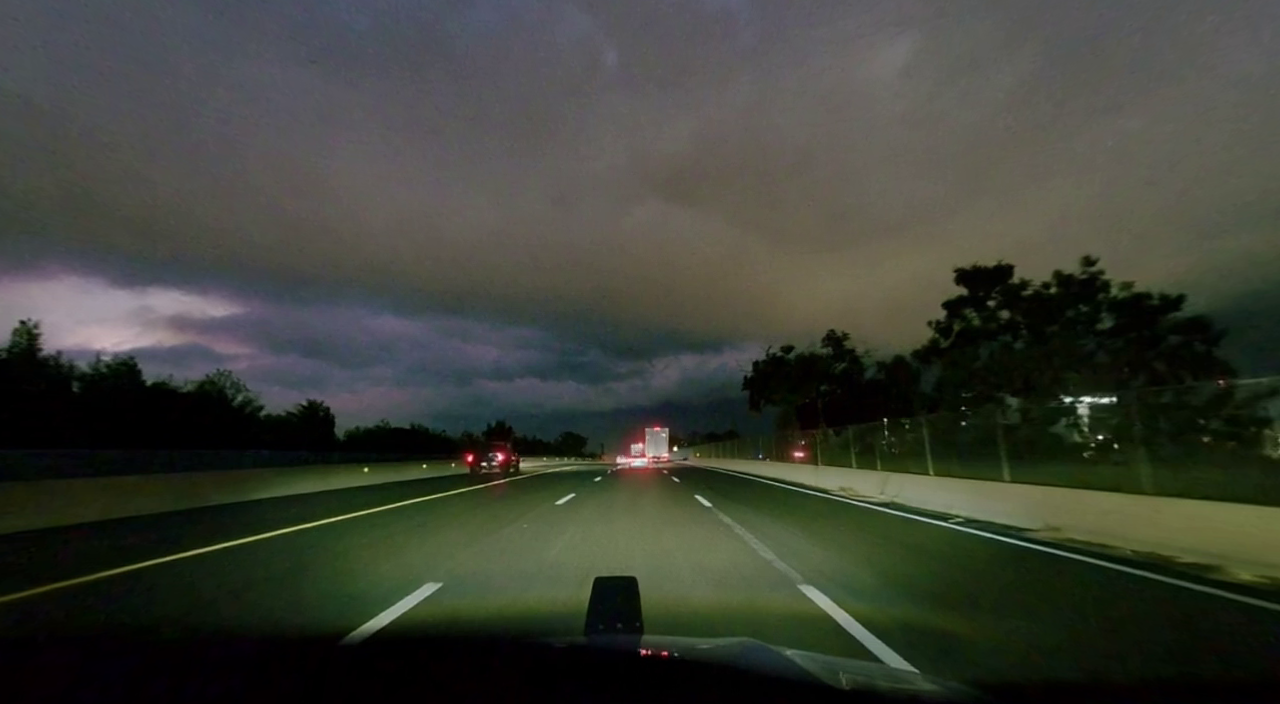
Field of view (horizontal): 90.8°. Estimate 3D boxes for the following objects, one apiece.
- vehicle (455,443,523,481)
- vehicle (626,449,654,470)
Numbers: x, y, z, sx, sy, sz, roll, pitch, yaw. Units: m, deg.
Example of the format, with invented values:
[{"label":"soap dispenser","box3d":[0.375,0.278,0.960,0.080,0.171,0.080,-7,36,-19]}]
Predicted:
[{"label":"vehicle","box3d":[-7.330,5.377,31.117,2.123,1.671,4.579,-1,-9,1]},{"label":"vehicle","box3d":[-0.030,8.314,48.951,2.033,1.465,3.775,0,-9,-1]}]
